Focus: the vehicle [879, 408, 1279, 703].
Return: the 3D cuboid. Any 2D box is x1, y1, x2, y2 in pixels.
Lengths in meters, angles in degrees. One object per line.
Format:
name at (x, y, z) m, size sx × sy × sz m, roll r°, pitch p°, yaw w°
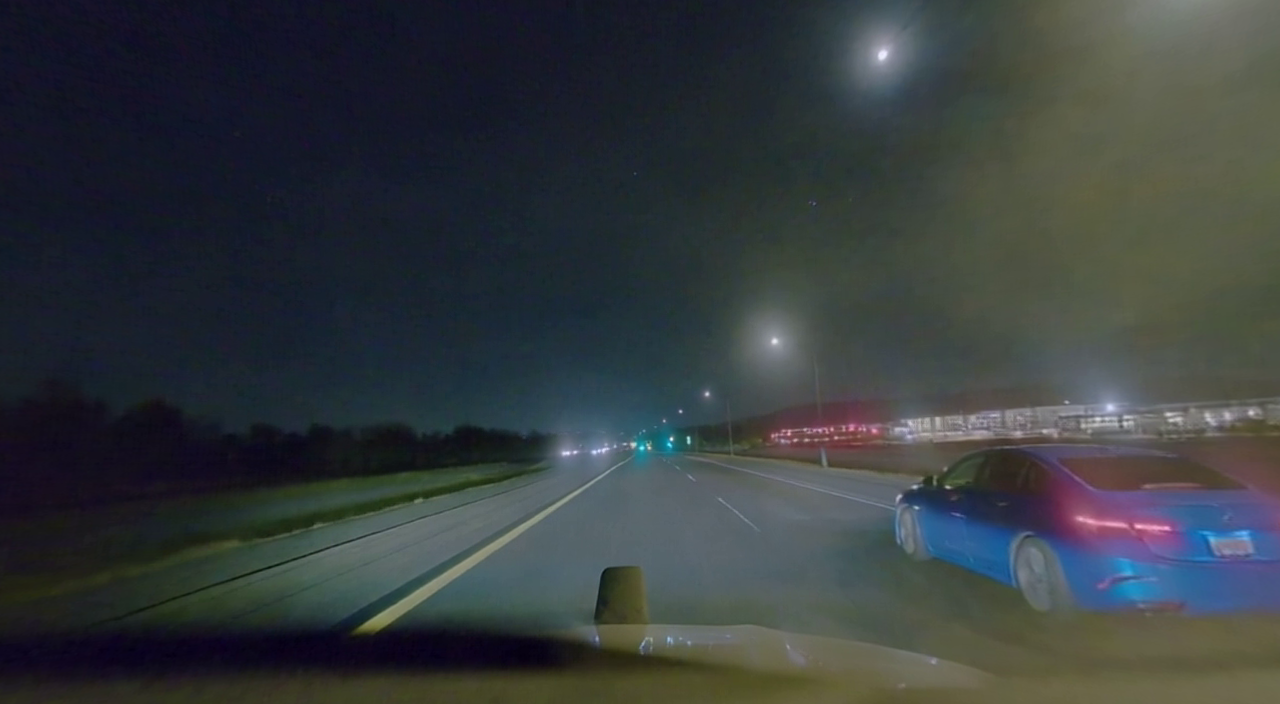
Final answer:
vehicle at (4.117, 1.386, 5.658) m, size 2.053 × 1.490 × 4.799 m, roll 0°, pitch -8°, yaw 0°
